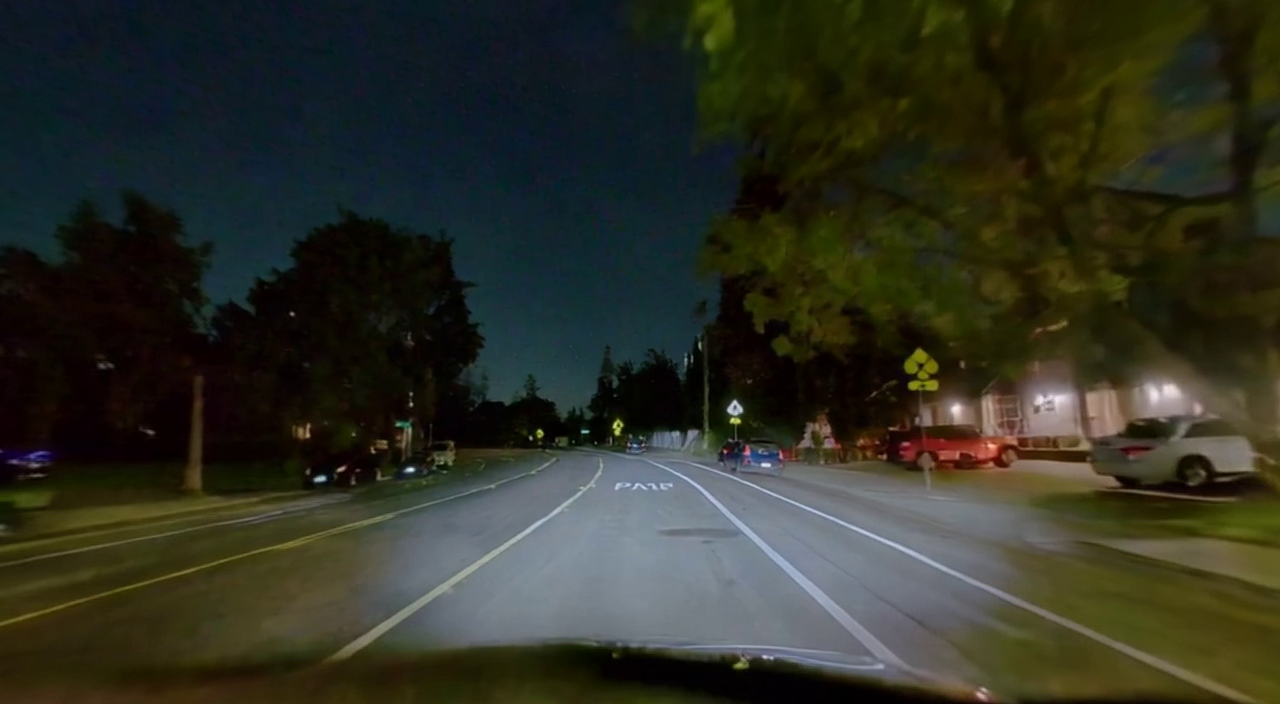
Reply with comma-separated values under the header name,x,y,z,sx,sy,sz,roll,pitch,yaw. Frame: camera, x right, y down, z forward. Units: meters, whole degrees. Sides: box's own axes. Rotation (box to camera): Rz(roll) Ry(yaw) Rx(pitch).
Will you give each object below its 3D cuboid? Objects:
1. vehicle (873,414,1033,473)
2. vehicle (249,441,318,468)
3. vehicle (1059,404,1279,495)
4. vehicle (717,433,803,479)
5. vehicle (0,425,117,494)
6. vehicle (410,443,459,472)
name,x,y,z,sx,sy,sz,roll,pitch,yaw
vehicle,11.757,3.466,23.906,4.882,1.766,2.040,-4,-9,-4
vehicle,-20.785,5.967,36.918,1.942,1.464,4.537,1,-9,-8
vehicle,12.661,2.193,14.640,4.357,1.792,2.244,-1,-7,-10
vehicle,4.980,4.390,27.169,1.954,1.732,6.409,2,-8,-5
vehicle,-18.988,3.056,18.581,5.098,1.795,1.979,4,-11,0
vehicle,-13.097,6.734,40.375,2.292,1.499,4.661,-4,-8,-11
